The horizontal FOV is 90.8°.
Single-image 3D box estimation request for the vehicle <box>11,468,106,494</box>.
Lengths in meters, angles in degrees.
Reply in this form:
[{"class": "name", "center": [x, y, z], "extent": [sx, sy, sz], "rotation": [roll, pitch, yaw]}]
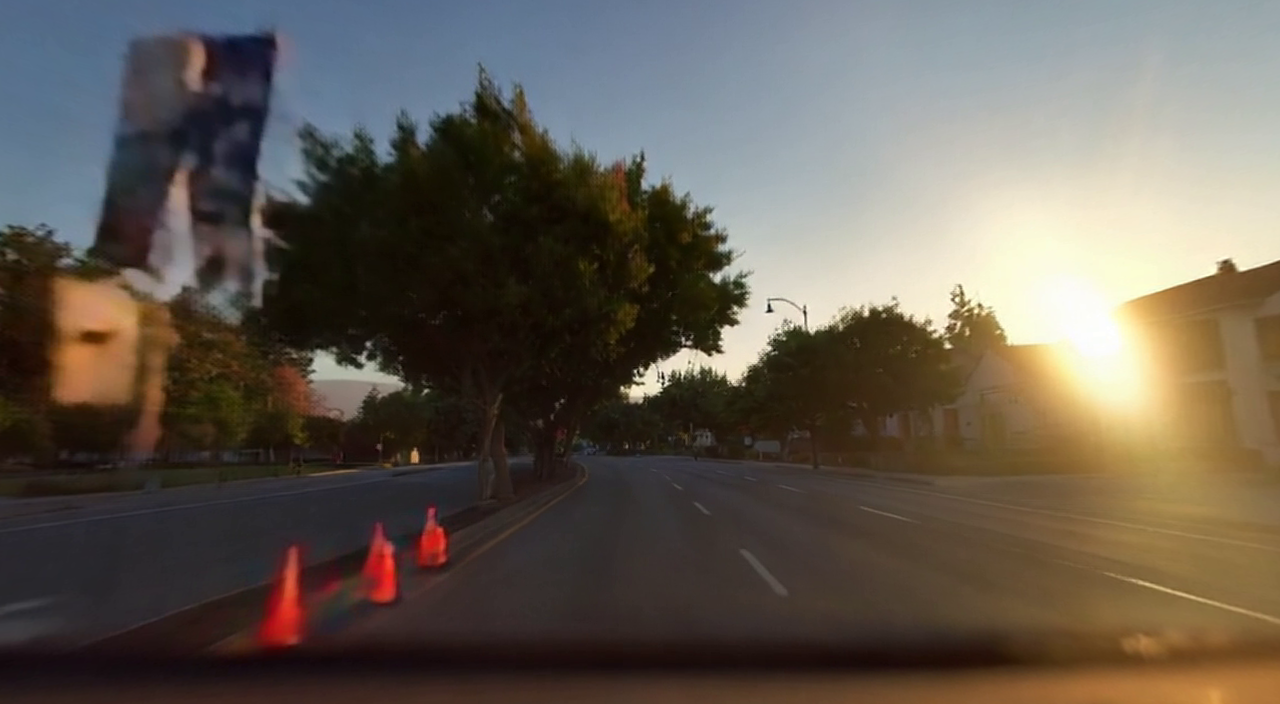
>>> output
[{"class": "vehicle", "center": [-33.665, 7.458, 36.651], "extent": [3.512, 1.321, 1.874], "rotation": [0, -9, -3]}]
